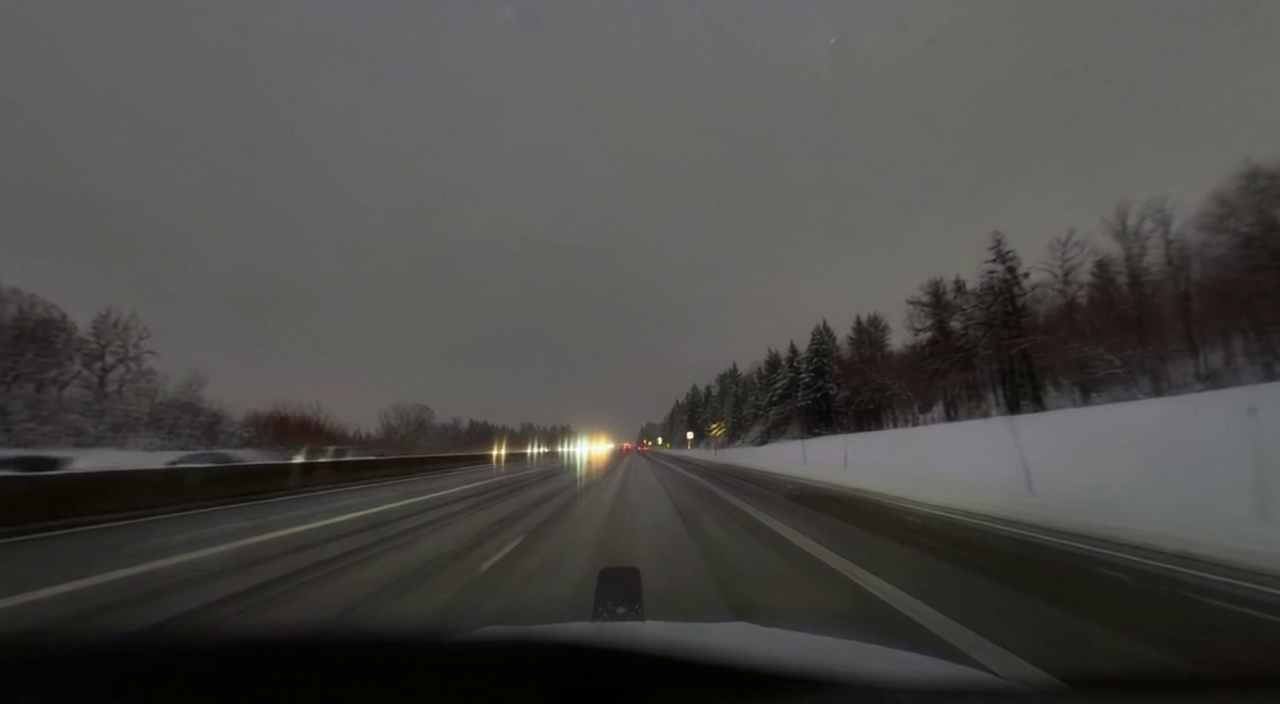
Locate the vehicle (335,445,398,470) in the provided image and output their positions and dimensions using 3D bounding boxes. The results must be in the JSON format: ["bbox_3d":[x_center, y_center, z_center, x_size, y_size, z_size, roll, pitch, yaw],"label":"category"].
[{"bbox_3d":[-18.288,7.071,42.467,2.123,1.517,4.776,0,-9,0],"label":"vehicle"}]

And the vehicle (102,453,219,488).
[{"bbox_3d":[-21.896,5.399,29.083,1.857,1.456,4.536,0,-9,0],"label":"vehicle"}]

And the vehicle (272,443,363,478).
[{"bbox_3d":[-14.949,5.039,29.563,1.943,1.481,4.364,0,-9,0],"label":"vehicle"}]
